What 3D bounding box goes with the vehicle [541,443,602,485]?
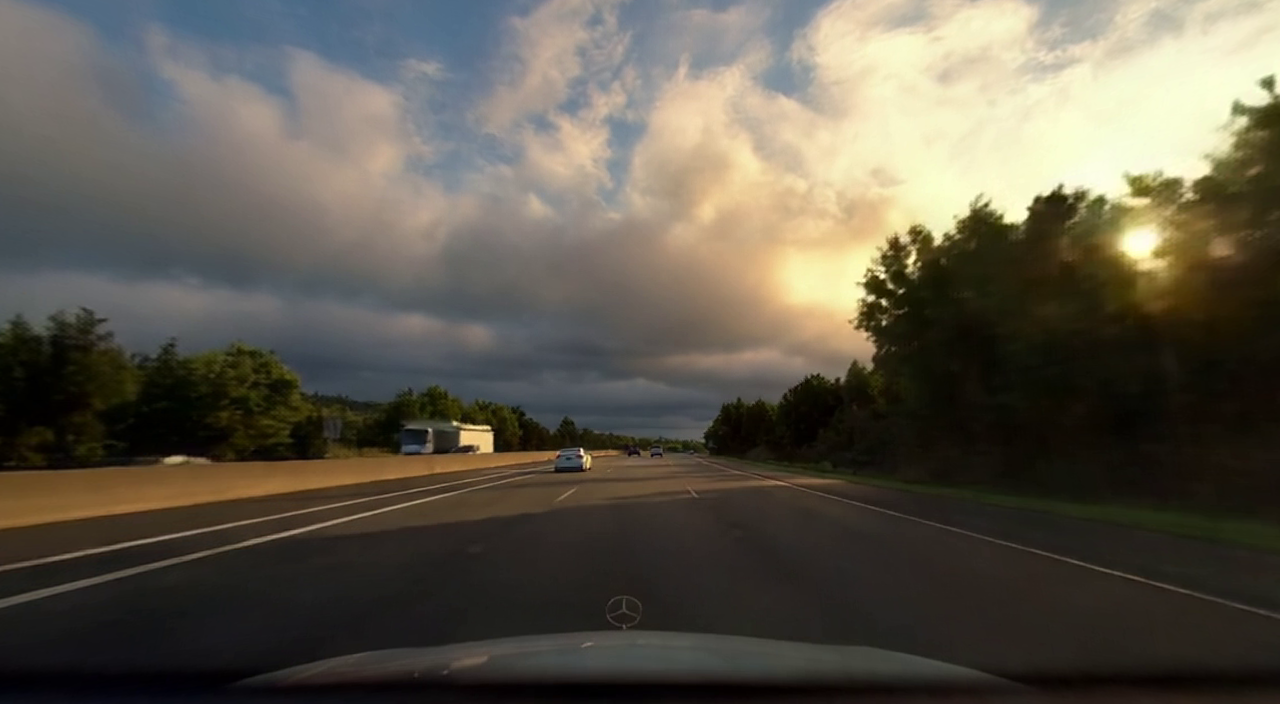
[{"bbox_3d":[-2.767,4.657,26.450,1.959,1.571,4.313,-1,-9,2],"label":"vehicle"}]
